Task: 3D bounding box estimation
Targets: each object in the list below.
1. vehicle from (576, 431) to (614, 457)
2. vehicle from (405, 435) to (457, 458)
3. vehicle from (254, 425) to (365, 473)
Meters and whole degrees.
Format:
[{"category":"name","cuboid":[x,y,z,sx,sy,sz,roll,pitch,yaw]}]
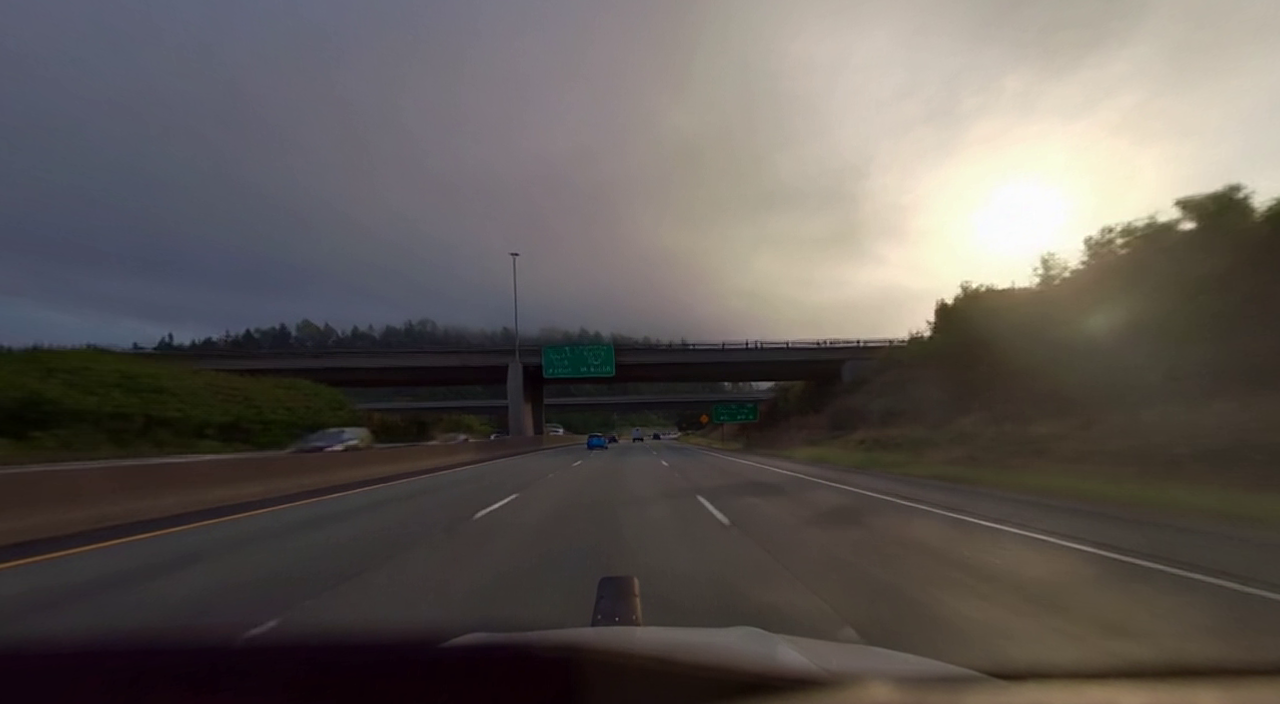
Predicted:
[{"category":"vehicle","cuboid":[-2.964,6.173,42.301,2.086,1.624,4.607,0,-8,1]},{"category":"vehicle","cuboid":[-13.768,6.250,41.762,1.937,1.424,4.454,0,-8,0]},{"category":"vehicle","cuboid":[-13.328,3.927,25.792,1.967,1.764,4.733,0,-8,0]}]
